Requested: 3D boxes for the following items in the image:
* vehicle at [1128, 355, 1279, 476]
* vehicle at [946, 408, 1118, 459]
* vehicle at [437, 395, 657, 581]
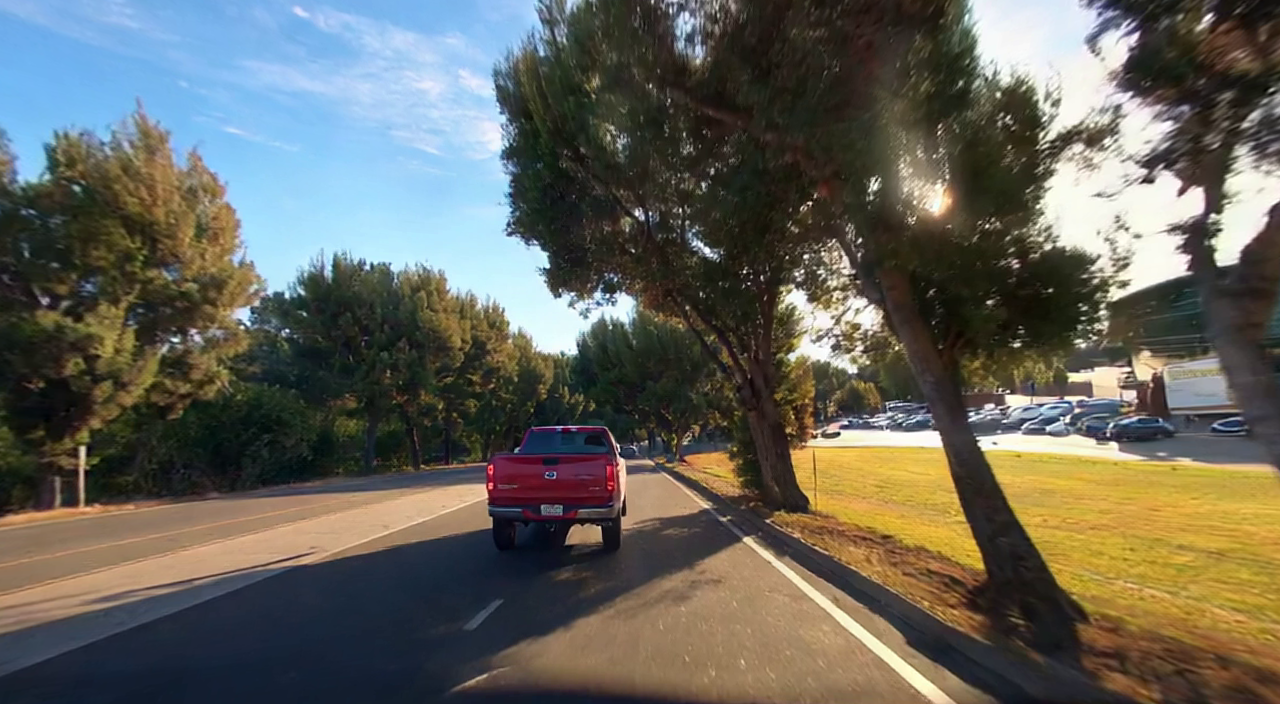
[{"bbox_3d":[12.549,1.262,11.580,5.191,1.983,2.335,1,-8,2],"label":"vehicle"},{"bbox_3d":[11.960,2.521,19.501,3.964,1.484,1.924,0,-8,1],"label":"vehicle"},{"bbox_3d":[-0.871,1.706,8.803,2.157,1.816,5.039,0,-8,1],"label":"vehicle"}]
